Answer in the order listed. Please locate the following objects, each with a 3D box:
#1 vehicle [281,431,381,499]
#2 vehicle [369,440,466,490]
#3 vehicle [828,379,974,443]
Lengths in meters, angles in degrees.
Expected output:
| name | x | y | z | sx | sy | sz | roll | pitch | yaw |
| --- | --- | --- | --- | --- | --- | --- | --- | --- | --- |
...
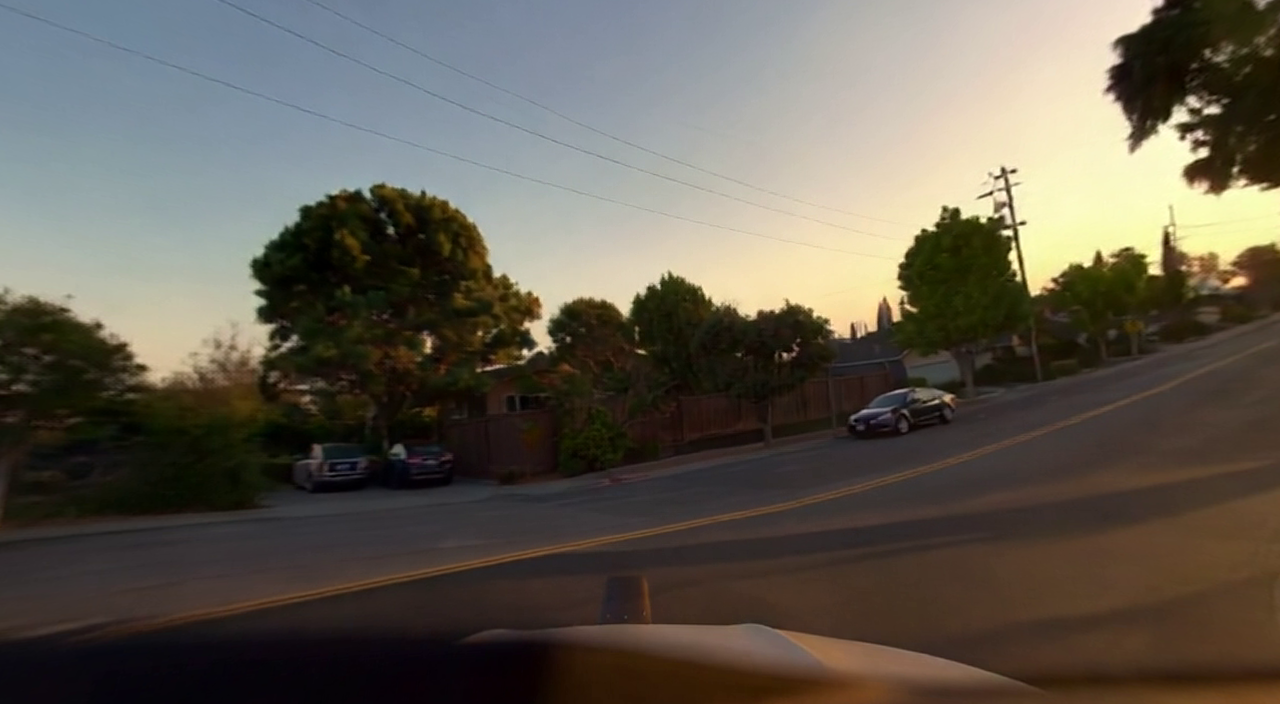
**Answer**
| name | x | y | z | sx | sy | sz | roll | pitch | yaw |
| --- | --- | --- | --- | --- | --- | --- | --- | --- | --- |
| vehicle | -11.761 | 4.185 | 23.761 | 2.413 | 1.838 | 4.977 | 11 | -7 | -34 |
| vehicle | -8.975 | 4.447 | 25.179 | 2.216 | 1.728 | 5.118 | 6 | -11 | -35 |
| vehicle | 9.242 | 2.030 | 22.127 | 5.289 | 1.595 | 2.032 | -2 | -8 | -36 |
